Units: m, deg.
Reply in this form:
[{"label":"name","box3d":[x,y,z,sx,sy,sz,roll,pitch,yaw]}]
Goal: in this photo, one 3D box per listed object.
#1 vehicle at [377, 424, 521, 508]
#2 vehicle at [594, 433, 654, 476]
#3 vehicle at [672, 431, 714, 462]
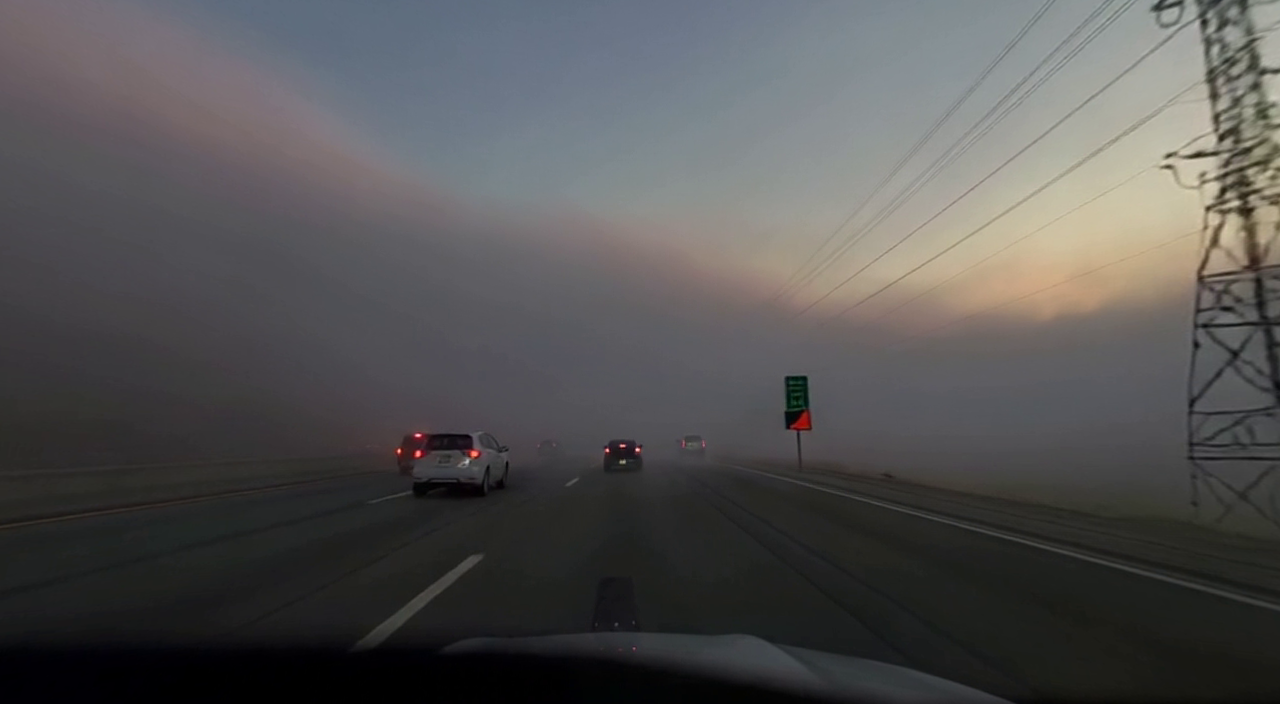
[{"label":"vehicle","box3d":[-4.127,2.504,14.528,1.901,1.601,4.610,0,-8,0]},{"label":"vehicle","box3d":[-0.586,3.836,23.861,2.086,1.488,3.440,0,-8,-1]},{"label":"vehicle","box3d":[3.072,5.603,37.631,1.950,1.695,4.446,0,-8,-3]}]
